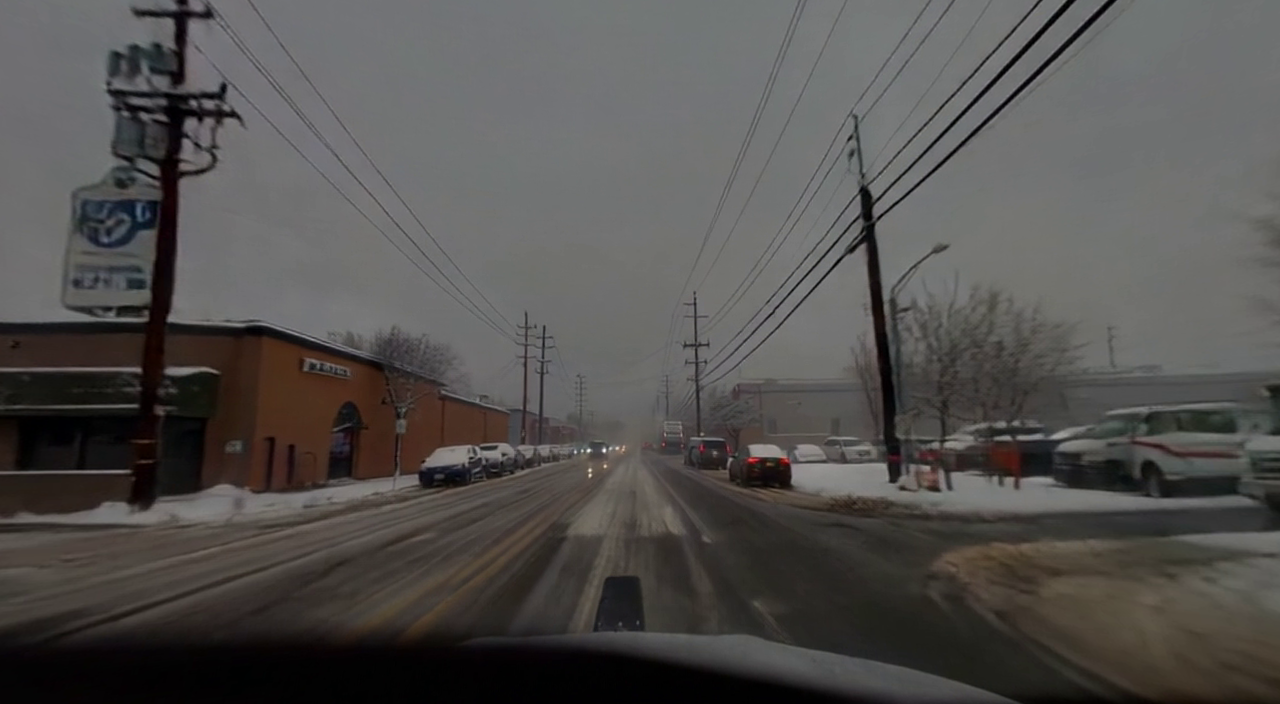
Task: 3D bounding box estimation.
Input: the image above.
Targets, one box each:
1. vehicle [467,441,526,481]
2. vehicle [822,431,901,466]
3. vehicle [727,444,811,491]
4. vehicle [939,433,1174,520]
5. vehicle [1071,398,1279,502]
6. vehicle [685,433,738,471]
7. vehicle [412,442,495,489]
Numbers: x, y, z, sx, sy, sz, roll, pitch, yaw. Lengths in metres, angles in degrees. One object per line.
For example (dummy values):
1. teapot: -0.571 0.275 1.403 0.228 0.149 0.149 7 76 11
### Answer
1. vehicle: -7.338 5.592 32.785 1.933 1.754 4.514 -3 -7 1
2. vehicle: 12.073 5.329 34.814 1.965 1.705 4.677 0 -8 -10
3. vehicle: 4.361 3.945 22.093 1.919 1.453 4.425 0 -8 -1
4. vehicle: 8.273 2.477 13.191 1.973 1.485 4.377 -1 -8 1
5. vehicle: 12.754 2.041 13.469 5.648 1.973 2.222 0 -8 -6
6. vehicle: 3.974 5.695 36.192 2.218 1.956 5.916 0 -8 -1
7. vehicle: -7.685 4.705 26.546 2.194 1.775 4.482 0 -8 -1
